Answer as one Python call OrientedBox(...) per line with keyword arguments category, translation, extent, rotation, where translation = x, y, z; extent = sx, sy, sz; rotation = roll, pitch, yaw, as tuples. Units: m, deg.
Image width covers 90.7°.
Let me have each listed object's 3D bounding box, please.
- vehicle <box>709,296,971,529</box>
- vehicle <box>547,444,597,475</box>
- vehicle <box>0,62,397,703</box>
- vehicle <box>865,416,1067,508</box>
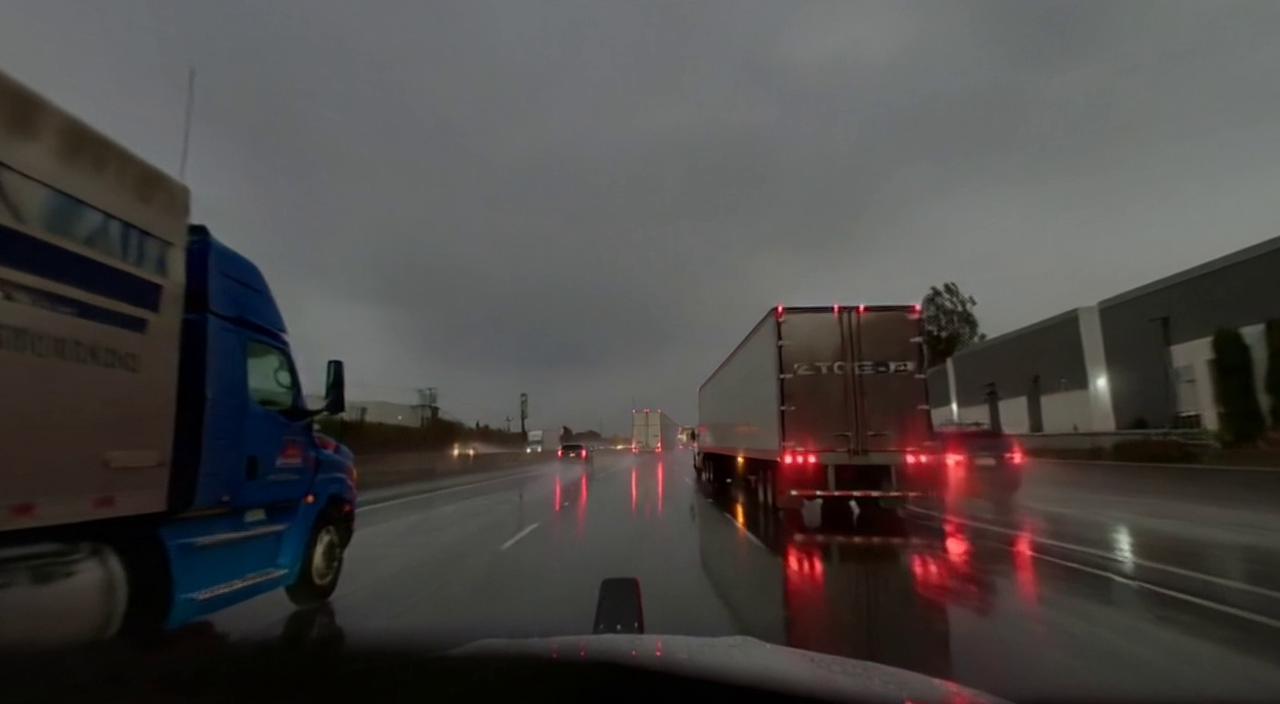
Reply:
OrientedBox(category="vehicle", translation=(4.092, 1.970, 17.439), extent=(2.951, 3.974, 13.340), rotation=(-1, -8, 1))
OrientedBox(category="vehicle", translation=(-3.430, 5.493, 32.636), extent=(2.024, 1.472, 4.014), rotation=(-1, -8, 1))
OrientedBox(category="vehicle", translation=(-3.783, 0.406, 3.078), extent=(2.557, 2.855, 6.674), rotation=(0, -9, 0))
OrientedBox(category="vehicle", translation=(7.977, 2.776, 16.415), extent=(2.216, 1.918, 5.742), rotation=(1, -9, 0))
